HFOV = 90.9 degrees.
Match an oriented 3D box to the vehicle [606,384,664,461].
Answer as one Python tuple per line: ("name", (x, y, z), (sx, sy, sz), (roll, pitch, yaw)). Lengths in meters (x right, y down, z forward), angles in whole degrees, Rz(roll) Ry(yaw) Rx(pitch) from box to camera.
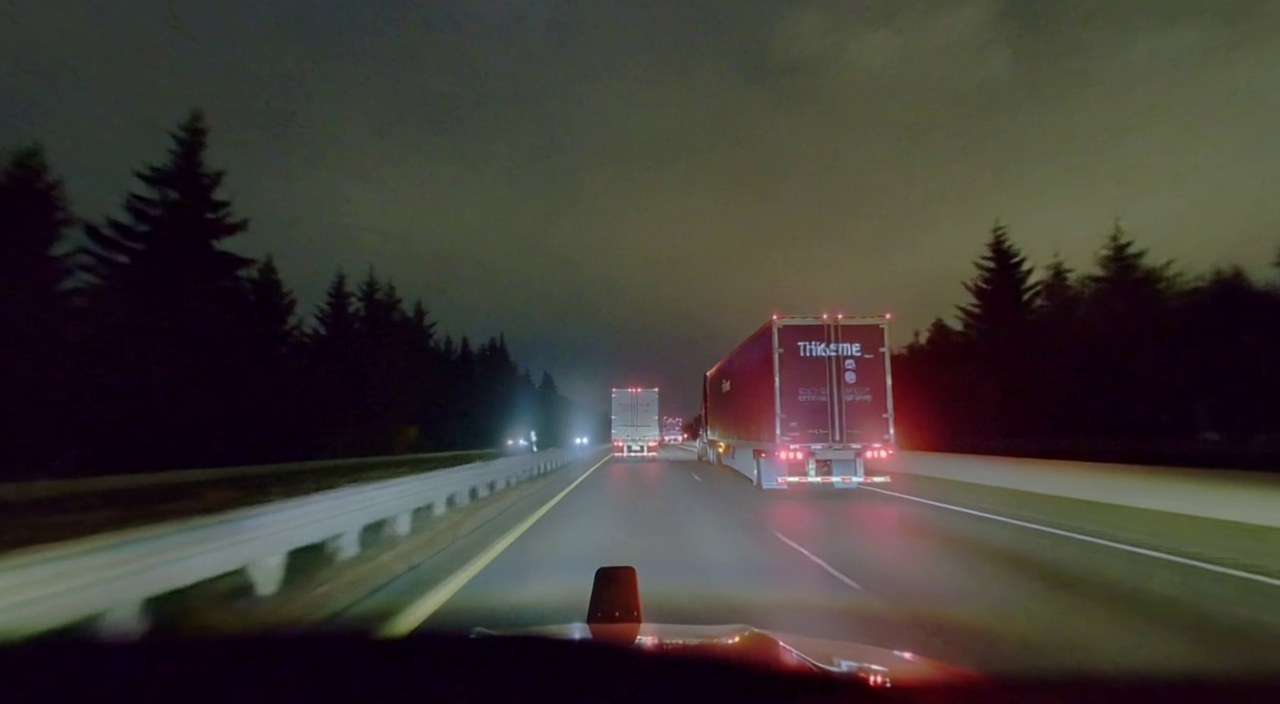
("vehicle", (-0.320, 4.325, 37.668), (2.958, 3.917, 10.196), (0, -8, -1))

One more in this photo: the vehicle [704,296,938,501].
("vehicle", (4.348, 1.871, 19.907), (2.856, 4.145, 14.500), (0, -8, -1))
